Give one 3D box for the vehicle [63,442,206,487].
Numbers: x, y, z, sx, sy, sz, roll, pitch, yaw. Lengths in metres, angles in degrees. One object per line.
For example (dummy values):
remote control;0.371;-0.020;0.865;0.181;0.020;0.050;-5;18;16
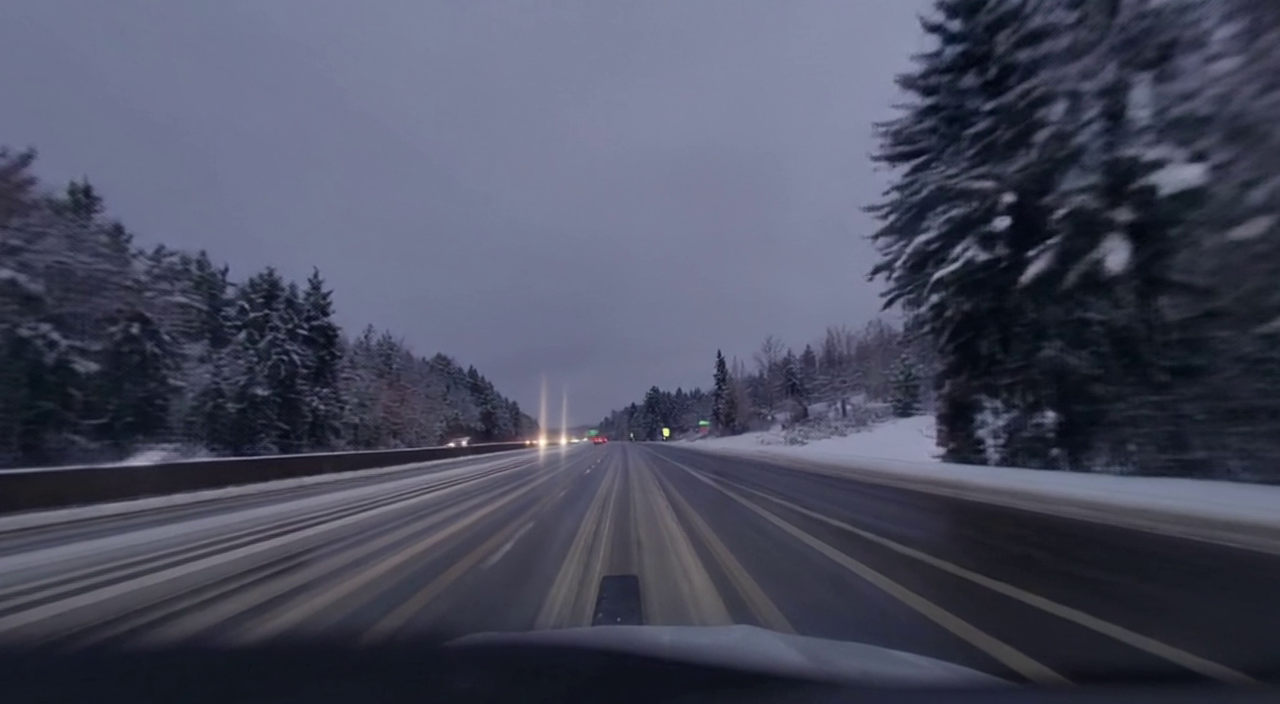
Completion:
vehicle;-19.321;4.287;24.345;1.852;1.531;4.466;0;-8;0
